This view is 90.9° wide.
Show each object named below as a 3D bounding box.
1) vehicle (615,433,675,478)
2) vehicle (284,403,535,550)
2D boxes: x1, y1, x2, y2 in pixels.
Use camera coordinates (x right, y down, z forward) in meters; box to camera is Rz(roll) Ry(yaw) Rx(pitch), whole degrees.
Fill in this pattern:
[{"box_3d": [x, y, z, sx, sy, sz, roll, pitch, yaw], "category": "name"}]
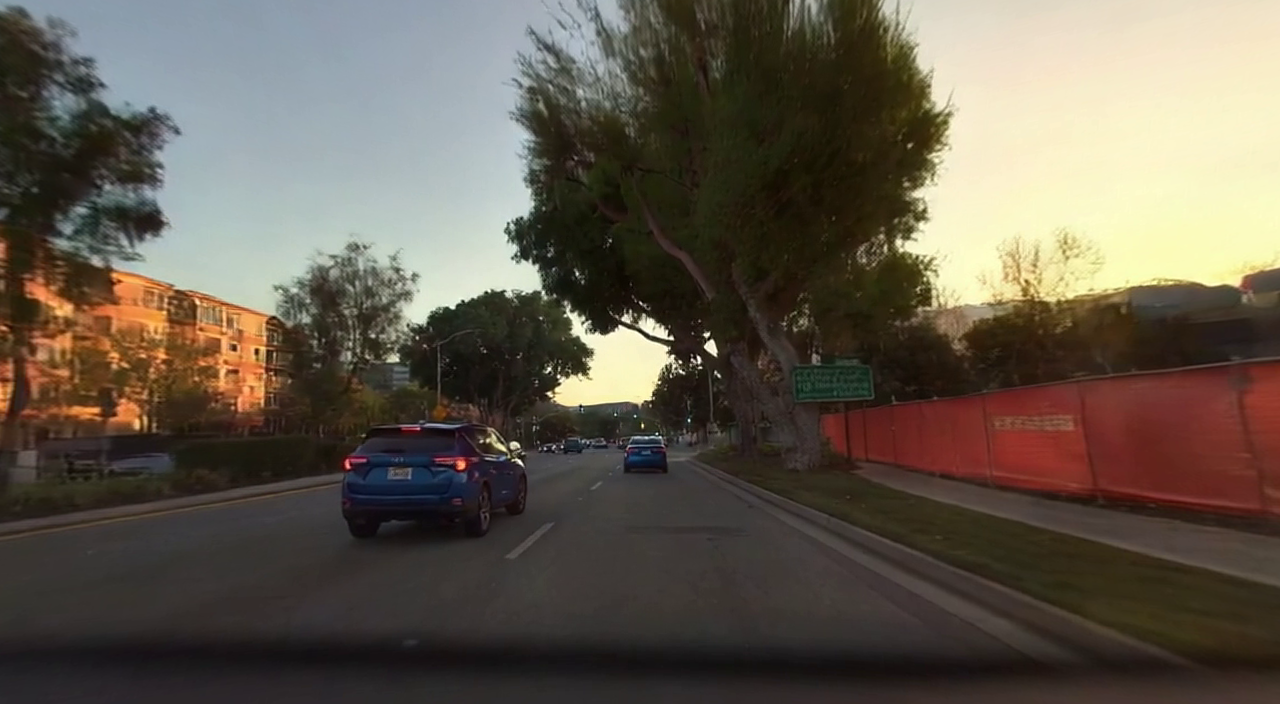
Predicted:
[{"box_3d": [0.132, 4.133, 25.378, 2.227, 1.654, 4.091, 0, -9, -1], "category": "vehicle"}, {"box_3d": [-3.312, 1.928, 10.451, 2.157, 1.824, 4.986, 0, -9, 1], "category": "vehicle"}]
